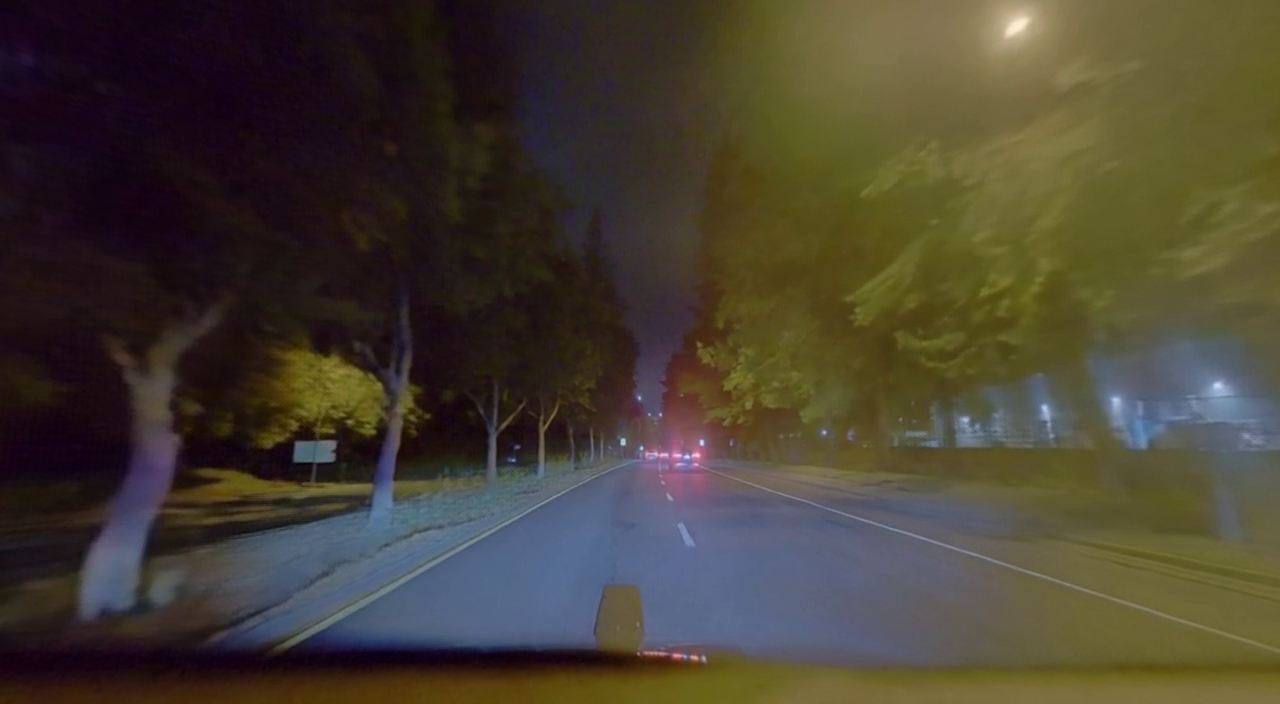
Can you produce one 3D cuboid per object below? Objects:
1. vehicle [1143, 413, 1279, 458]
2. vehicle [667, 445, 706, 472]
[{"bbox_3d":[28.345,4.107,30.884,5.465,2.116,2.004,0,-8,0],"label":"vehicle"},{"bbox_3d":[2.775,6.449,38.463,2.044,1.537,4.528,0,-8,0],"label":"vehicle"}]
